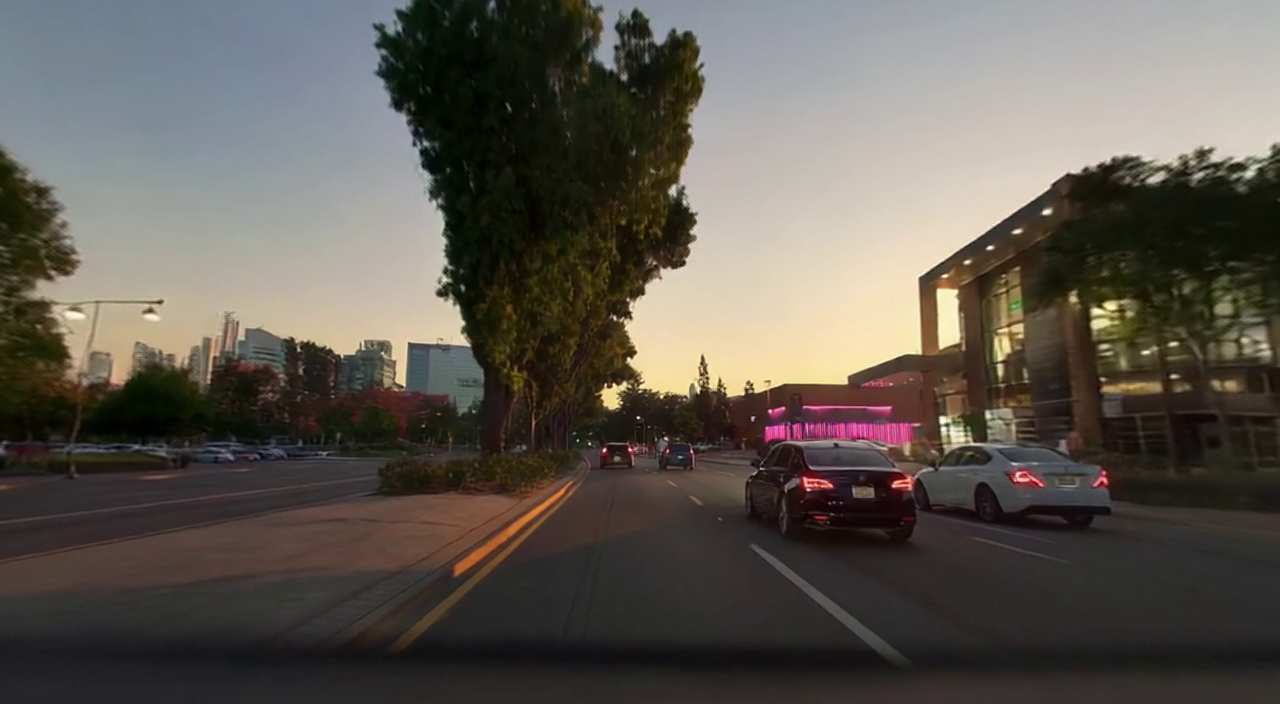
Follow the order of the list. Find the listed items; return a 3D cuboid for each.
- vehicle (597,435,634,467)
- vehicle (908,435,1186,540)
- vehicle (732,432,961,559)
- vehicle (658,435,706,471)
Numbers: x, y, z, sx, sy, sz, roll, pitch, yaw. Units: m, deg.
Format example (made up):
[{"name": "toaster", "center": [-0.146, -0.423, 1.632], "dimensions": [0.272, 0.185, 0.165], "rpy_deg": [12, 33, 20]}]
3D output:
[{"name": "vehicle", "center": [-1.525, 5.960, 37.885], "dimensions": [2.051, 1.798, 4.168], "rpy_deg": [0, -8, -5]}, {"name": "vehicle", "center": [6.696, 2.241, 11.098], "dimensions": [1.917, 1.457, 4.274], "rpy_deg": [0, -8, -2]}, {"name": "vehicle", "center": [2.713, 1.977, 9.467], "dimensions": [1.883, 1.452, 4.258], "rpy_deg": [0, -8, -2]}, {"name": "vehicle", "center": [2.155, 5.353, 33.513], "dimensions": [2.000, 1.745, 4.206], "rpy_deg": [0, -8, -4]}]
